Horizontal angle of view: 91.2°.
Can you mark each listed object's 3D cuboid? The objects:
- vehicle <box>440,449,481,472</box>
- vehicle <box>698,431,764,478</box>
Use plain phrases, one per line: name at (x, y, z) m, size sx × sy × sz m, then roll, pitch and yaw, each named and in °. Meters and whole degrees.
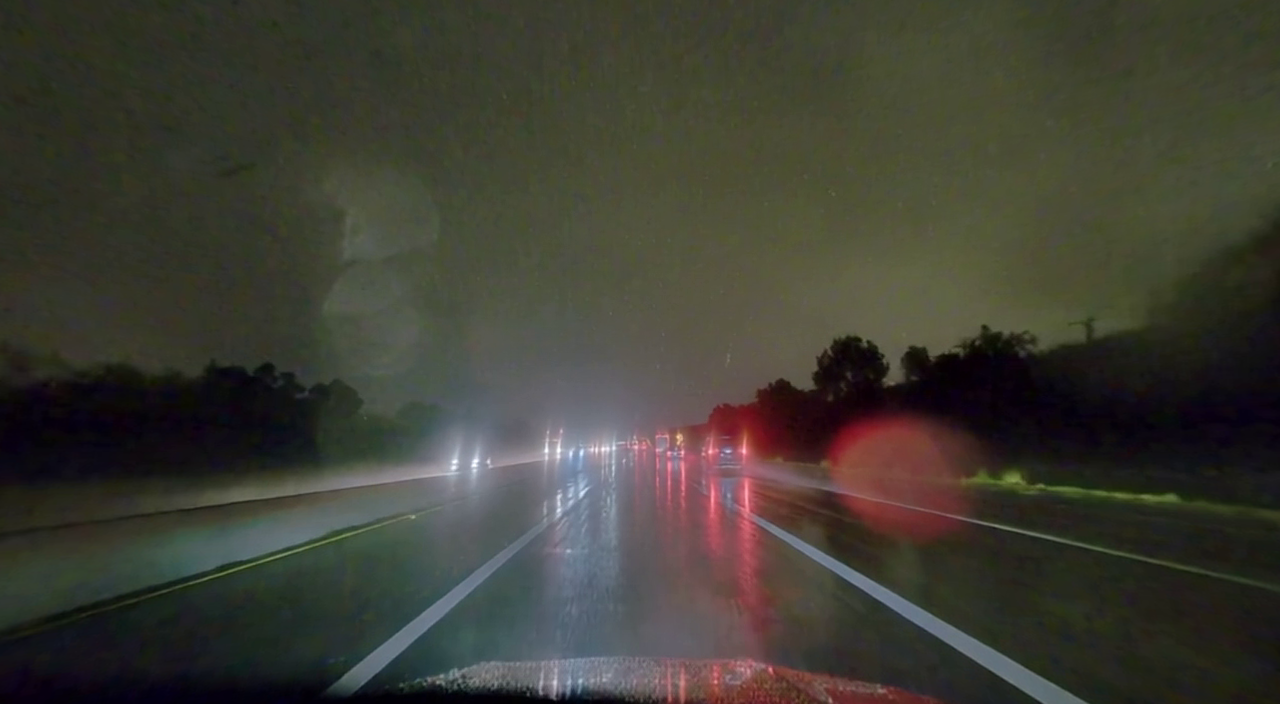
vehicle at (-13.004, 7.871, 45.661) m, size 1.817 × 1.546 × 3.767 m, roll 0°, pitch -9°, yaw 0°
vehicle at (3.988, 4.619, 28.471) m, size 2.177 × 1.914 × 5.245 m, roll 0°, pitch -9°, yaw 0°
